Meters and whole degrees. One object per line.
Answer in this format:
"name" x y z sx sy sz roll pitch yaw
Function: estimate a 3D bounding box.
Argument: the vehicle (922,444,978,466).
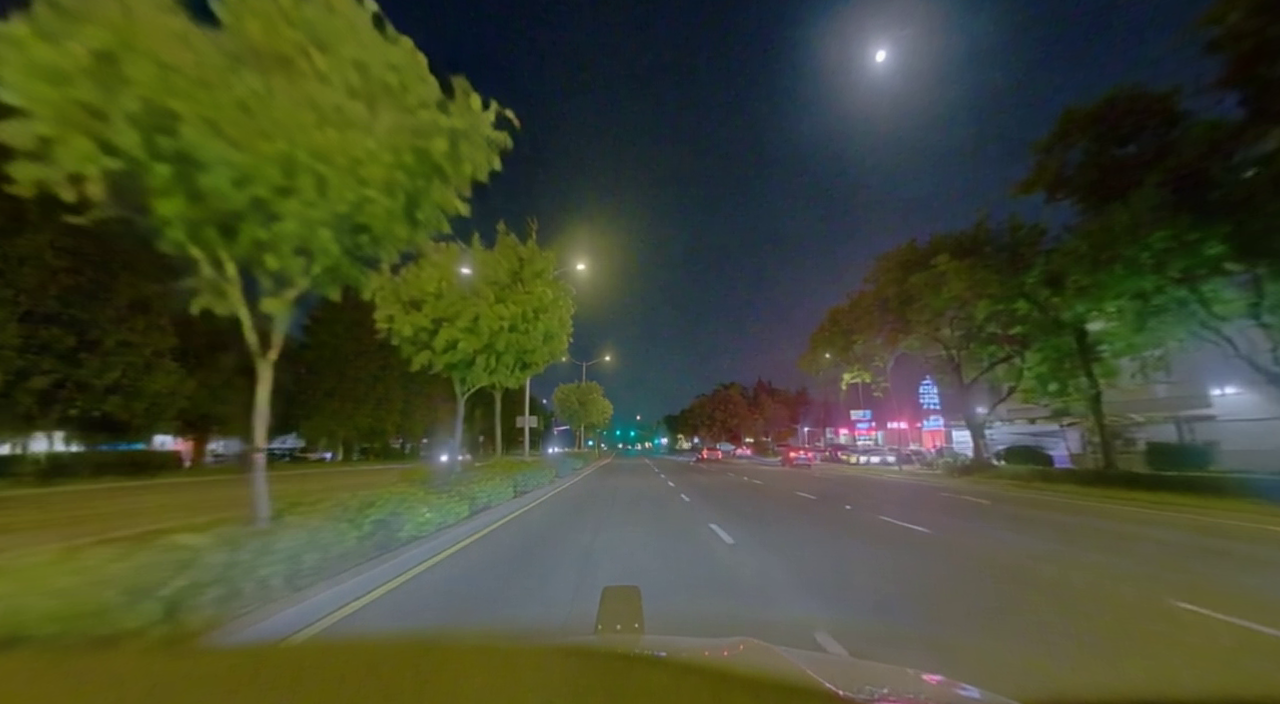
"vehicle" 22.269 7.410 45.622 1.895 1.471 4.511 -1 -9 2

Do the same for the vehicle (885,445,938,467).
"vehicle" 19.472 7.479 45.484 1.972 1.461 4.021 1 -8 0

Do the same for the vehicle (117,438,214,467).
"vehicle" -28.948 6.146 38.660 4.208 1.648 1.980 1 -8 -4

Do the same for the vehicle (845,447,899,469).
"vehicle" 16.454 7.507 45.030 1.863 1.445 4.703 1 -8 -2
